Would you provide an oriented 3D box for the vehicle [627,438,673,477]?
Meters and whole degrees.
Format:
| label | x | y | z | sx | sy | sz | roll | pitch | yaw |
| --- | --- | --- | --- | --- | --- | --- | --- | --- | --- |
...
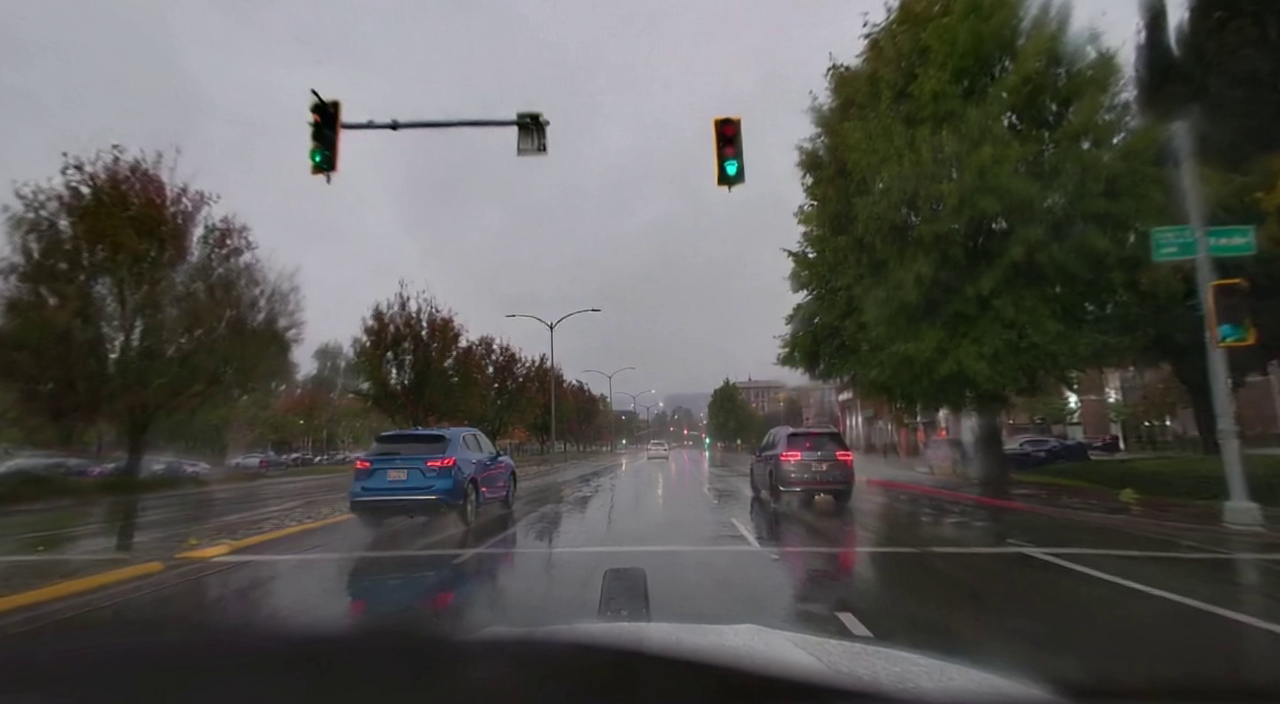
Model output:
| label | x | y | z | sx | sy | sz | roll | pitch | yaw |
| --- | --- | --- | --- | --- | --- | --- | --- | --- | --- |
| vehicle | 0.546 | 5.049 | 30.376 | 2.067 | 1.702 | 3.987 | 0 | -8 | 3 |

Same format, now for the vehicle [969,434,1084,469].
| label | x | y | z | sx | sy | sz | roll | pitch | yaw |
| --- | --- | --- | --- | --- | --- | --- | --- | --- | --- |
| vehicle | 18.895 | 4.876 | 31.041 | 4.601 | 1.603 | 1.852 | -5 | -10 | 29 |

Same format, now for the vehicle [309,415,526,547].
| label | x | y | z | sx | sy | sz | roll | pitch | yaw |
| --- | --- | --- | --- | --- | --- | --- | --- | --- | --- |
| vehicle | -3.517 | 2.124 | 11.064 | 2.047 | 1.810 | 4.414 | 0 | -8 | 2 |

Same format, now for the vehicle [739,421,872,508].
| label | x | y | z | sx | sy | sz | roll | pitch | yaw |
| --- | --- | --- | --- | --- | --- | --- | --- | --- | --- |
| vehicle | 3.767 | 2.656 | 15.271 | 2.083 | 1.779 | 4.347 | 0 | -8 | 1 |

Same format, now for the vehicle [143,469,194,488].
| label | x | y | z | sx | sy | sz | roll | pitch | yaw |
| --- | --- | --- | --- | --- | --- | --- | --- | --- | --- |
| vehicle | -37.409 | 9.997 | 49.930 | 3.811 | 1.272 | 1.760 | -5 | -10 | 30 |
